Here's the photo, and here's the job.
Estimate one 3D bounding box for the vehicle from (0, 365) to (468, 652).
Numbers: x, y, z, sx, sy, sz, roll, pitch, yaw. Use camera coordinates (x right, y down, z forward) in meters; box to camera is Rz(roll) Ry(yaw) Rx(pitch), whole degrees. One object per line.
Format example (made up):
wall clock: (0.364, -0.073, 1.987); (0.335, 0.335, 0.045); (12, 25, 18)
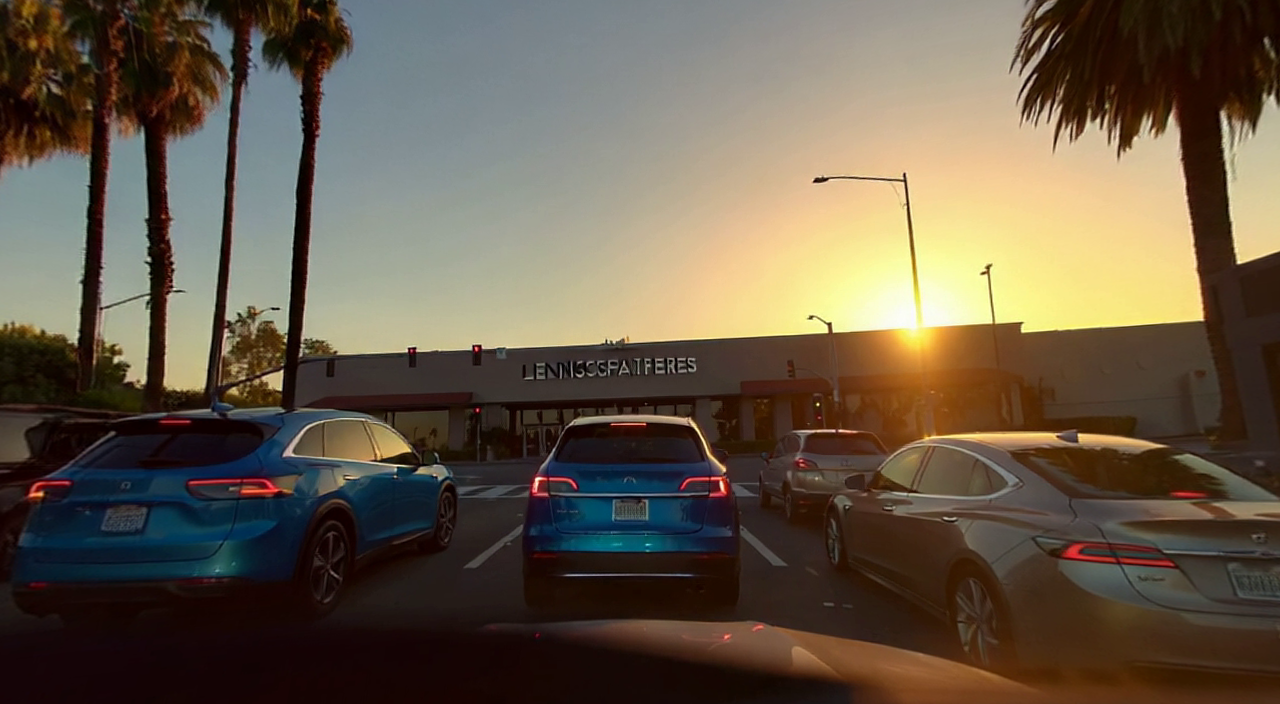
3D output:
vehicle: (-3.344, 1.278, 6.129); (2.014, 1.755, 4.360); (0, -8, 1)

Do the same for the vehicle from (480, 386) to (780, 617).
vehicle: (-0.131, 1.461, 7.067); (2.280, 1.747, 4.361); (0, -8, -2)

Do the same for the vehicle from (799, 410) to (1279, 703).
vehicle: (2.968, 1.361, 5.253); (2.017, 1.491, 4.611); (0, -8, -1)
